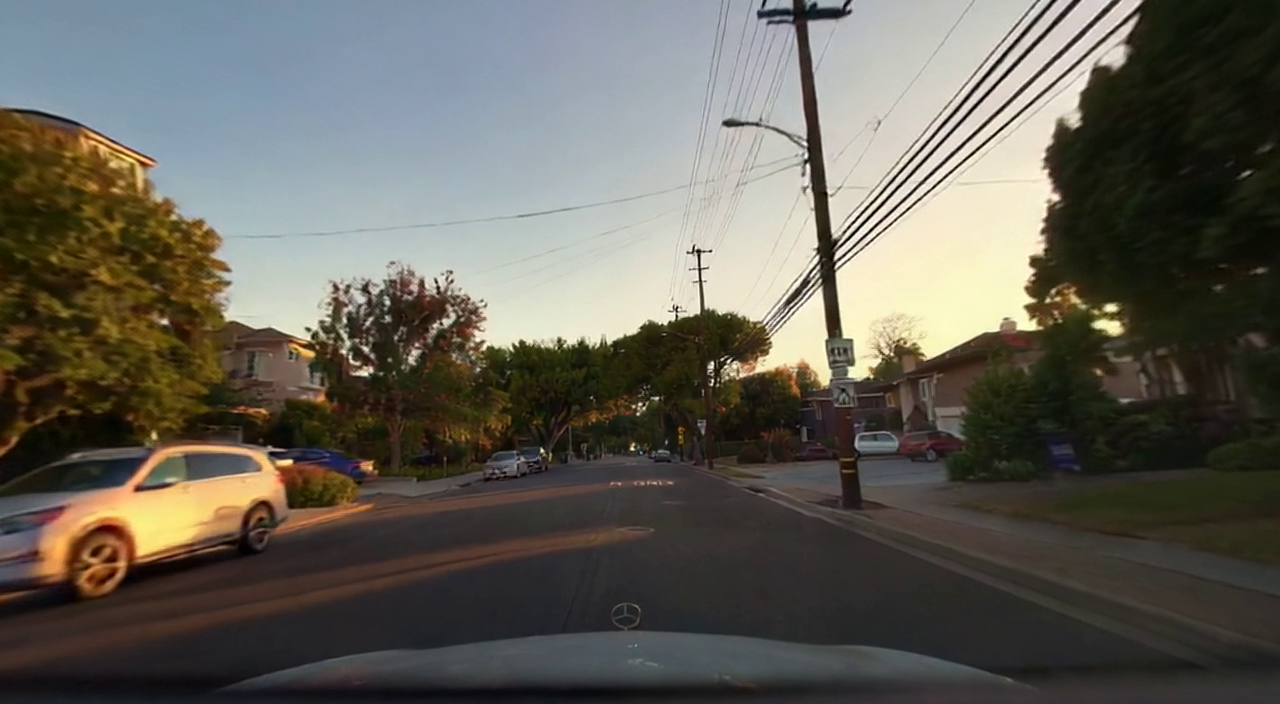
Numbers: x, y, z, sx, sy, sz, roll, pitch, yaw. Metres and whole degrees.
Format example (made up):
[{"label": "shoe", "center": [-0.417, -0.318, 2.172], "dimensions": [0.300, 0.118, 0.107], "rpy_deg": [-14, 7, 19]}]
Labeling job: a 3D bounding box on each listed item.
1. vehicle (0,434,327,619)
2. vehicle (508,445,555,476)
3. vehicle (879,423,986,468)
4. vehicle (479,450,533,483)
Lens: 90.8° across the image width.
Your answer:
[{"label": "vehicle", "center": [-6.751, 2.119, 8.793], "dimensions": [2.162, 1.757, 5.201], "rpy_deg": [-2, -9, 0]}, {"label": "vehicle", "center": [-7.131, 7.169, 41.959], "dimensions": [2.135, 1.787, 4.452], "rpy_deg": [-4, -9, 1]}, {"label": "vehicle", "center": [13.414, 4.297, 29.036], "dimensions": [4.145, 1.767, 1.880], "rpy_deg": [-9, -10, 30]}, {"label": "vehicle", "center": [-7.129, 6.119, 34.056], "dimensions": [2.041, 1.587, 3.920], "rpy_deg": [-1, -9, 0]}]
